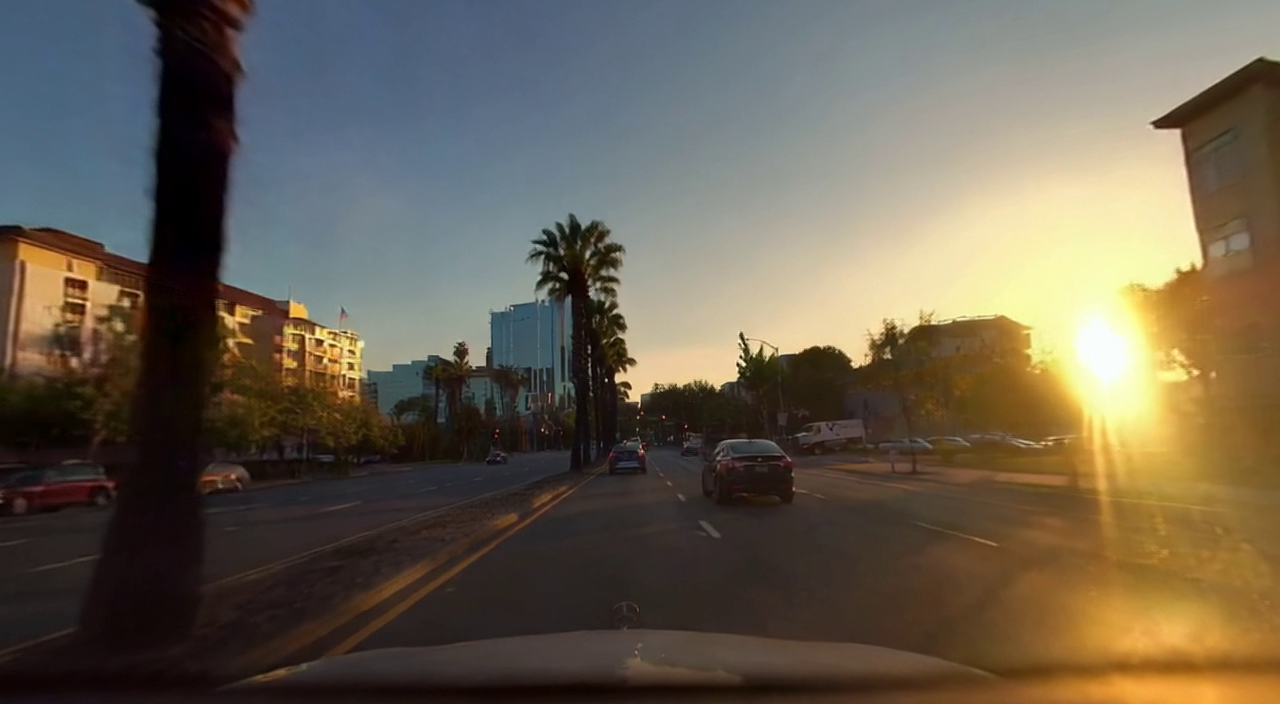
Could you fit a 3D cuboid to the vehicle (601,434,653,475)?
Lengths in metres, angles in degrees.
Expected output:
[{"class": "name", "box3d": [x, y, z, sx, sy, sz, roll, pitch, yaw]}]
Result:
[{"class": "vehicle", "box3d": [-0.597, 4.857, 30.088, 2.277, 1.816, 4.192, 0, -8, -1]}]

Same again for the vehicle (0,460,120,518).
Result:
[{"class": "vehicle", "box3d": [-19.641, 4.388, 20.659, 1.753, 1.600, 4.040, 0, -8, -2]}]

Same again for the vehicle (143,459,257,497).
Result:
[{"class": "vehicle", "box3d": [-19.467, 5.568, 28.120, 1.847, 1.466, 4.530, 0, -8, -1]}]

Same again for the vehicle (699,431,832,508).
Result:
[{"class": "vehicle", "box3d": [2.828, 2.793, 15.472, 2.195, 1.590, 4.668, 0, -8, -2]}]
